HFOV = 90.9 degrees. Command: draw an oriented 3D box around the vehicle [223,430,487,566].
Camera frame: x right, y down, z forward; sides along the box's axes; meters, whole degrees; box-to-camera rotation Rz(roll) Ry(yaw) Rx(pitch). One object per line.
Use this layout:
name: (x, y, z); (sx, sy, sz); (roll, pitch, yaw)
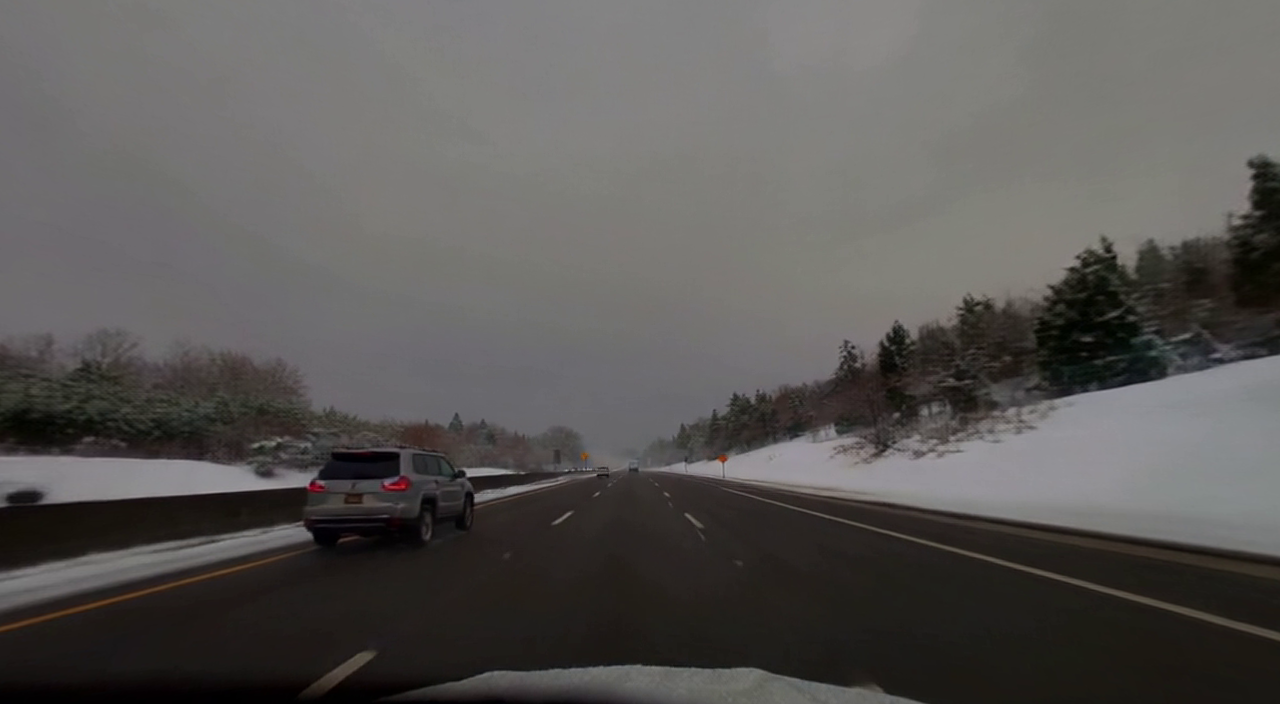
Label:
vehicle: (-4.306, 2.347, 10.689); (2.178, 1.736, 4.847); (1, -10, 0)
